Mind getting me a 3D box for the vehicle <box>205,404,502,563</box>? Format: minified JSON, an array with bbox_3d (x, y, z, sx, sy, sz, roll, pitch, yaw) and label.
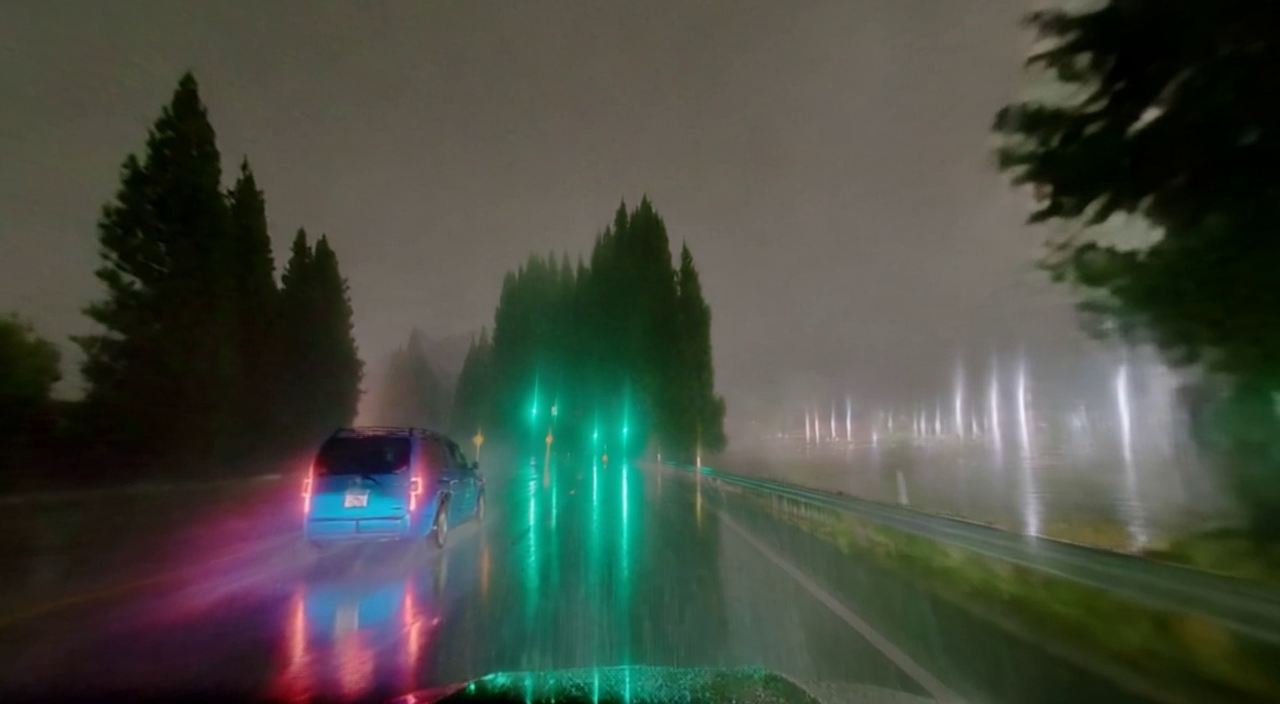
[{"bbox_3d":[-3.919,1.915,9.966,2.336,1.857,4.986,0,-8,0],"label":"vehicle"}]
